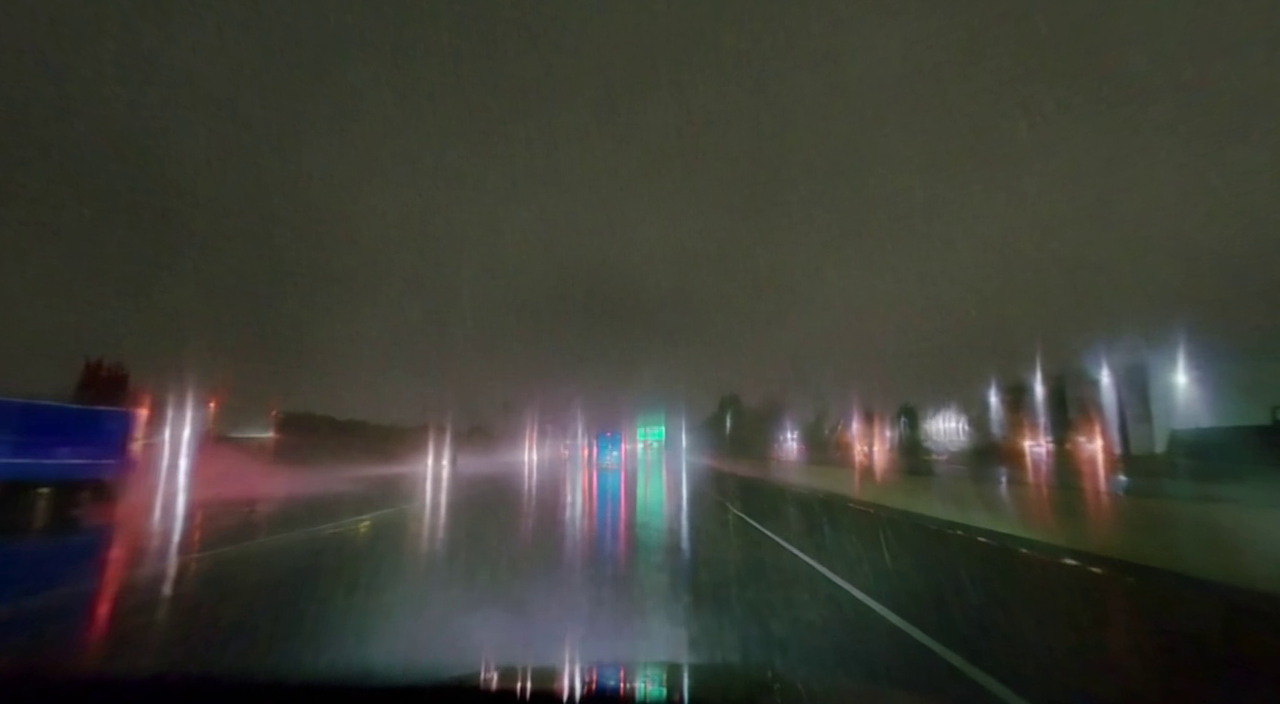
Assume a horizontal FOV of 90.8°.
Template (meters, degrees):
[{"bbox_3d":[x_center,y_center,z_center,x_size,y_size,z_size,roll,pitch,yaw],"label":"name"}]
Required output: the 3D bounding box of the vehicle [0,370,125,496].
[{"bbox_3d":[-23.332,2.451,19.309,3.561,4.188,13.676,-1,-9,0],"label":"vehicle"}]

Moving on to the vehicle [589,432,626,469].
[{"bbox_3d":[-2.308,7.318,46.814,2.437,2.565,5.829,0,-9,0],"label":"vehicle"}]
